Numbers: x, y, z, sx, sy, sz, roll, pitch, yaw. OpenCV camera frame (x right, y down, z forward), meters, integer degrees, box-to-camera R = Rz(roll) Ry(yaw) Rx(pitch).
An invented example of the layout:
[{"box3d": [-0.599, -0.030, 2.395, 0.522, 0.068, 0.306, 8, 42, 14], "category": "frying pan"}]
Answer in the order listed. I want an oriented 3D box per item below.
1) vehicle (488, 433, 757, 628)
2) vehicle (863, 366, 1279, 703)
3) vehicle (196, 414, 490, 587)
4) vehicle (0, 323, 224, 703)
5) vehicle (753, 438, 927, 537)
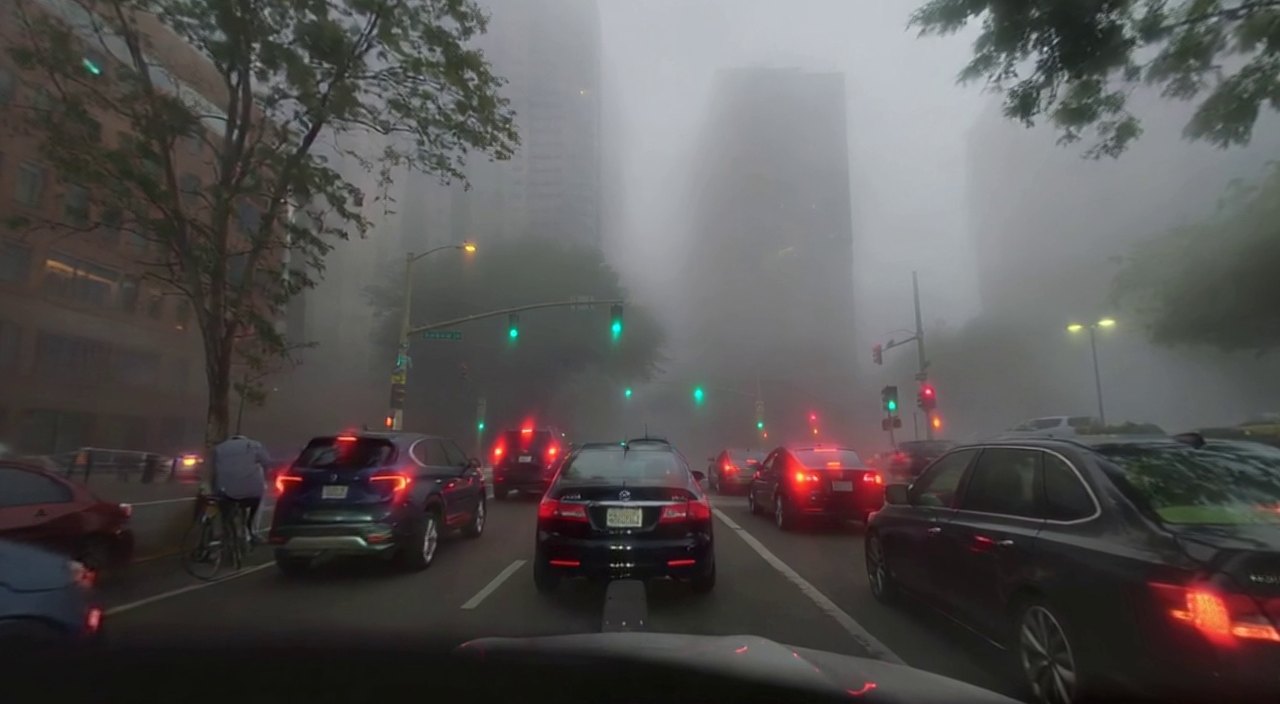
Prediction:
[{"box3d": [-0.132, 1.636, 6.735, 2.031, 1.461, 3.763, 0, -8, 0], "category": "vehicle"}, {"box3d": [3.350, 1.160, 4.180, 2.179, 1.631, 4.173, 0, -8, 0], "category": "vehicle"}, {"box3d": [-3.564, 1.842, 8.724, 2.046, 1.744, 4.407, 0, -8, -2], "category": "vehicle"}, {"box3d": [-3.088, 0.589, 0.681, 2.181, 1.723, 4.550, 0, -8, -1], "category": "vehicle"}, {"box3d": [3.576, 2.486, 12.317, 1.973, 1.537, 4.533, 0, -8, 1], "category": "vehicle"}]
